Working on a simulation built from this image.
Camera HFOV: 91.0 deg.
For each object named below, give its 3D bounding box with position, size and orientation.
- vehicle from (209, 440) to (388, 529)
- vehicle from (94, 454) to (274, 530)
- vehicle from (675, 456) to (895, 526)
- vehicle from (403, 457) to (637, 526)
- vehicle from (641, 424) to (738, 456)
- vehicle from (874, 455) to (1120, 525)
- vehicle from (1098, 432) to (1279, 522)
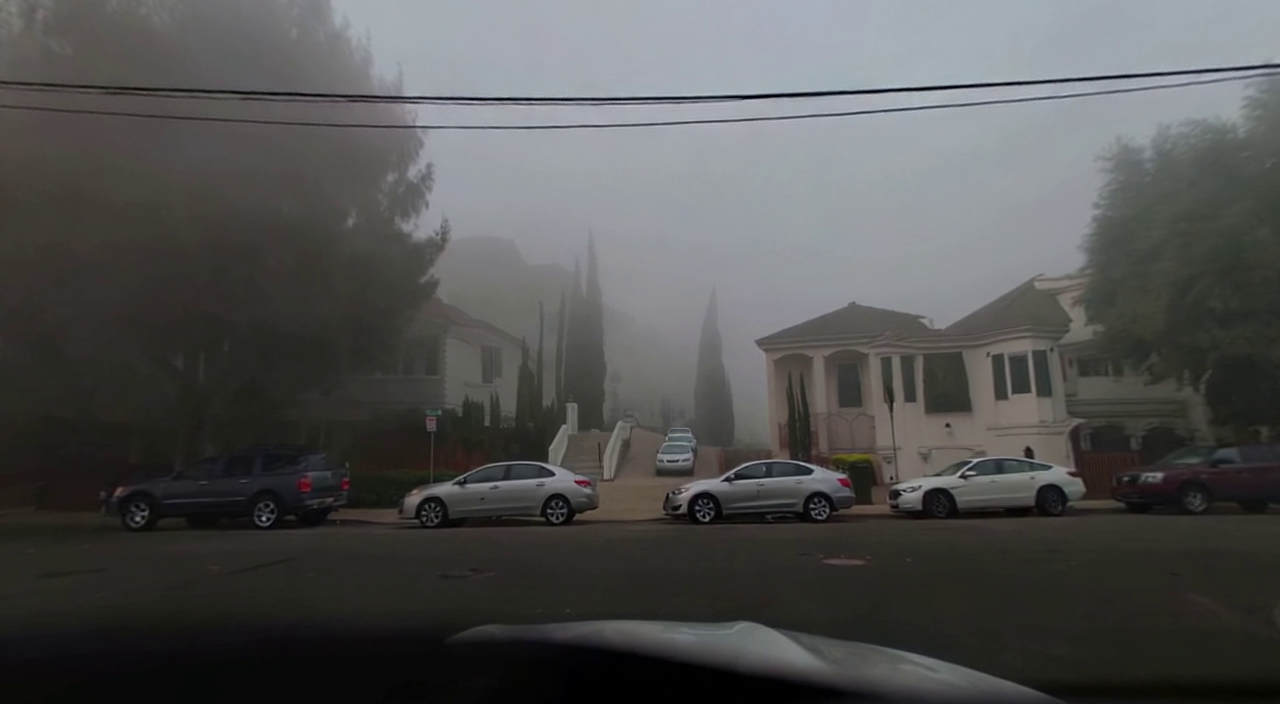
[{"bbox_3d":[-8.636,3.335,16.540,2.046,1.969,4.585,0,-9,1],"label":"vehicle"},{"bbox_3d":[-11.627,3.543,16.464,1.827,1.648,4.030,1,-9,-4],"label":"vehicle"},{"bbox_3d":[3.184,3.170,14.594,4.663,1.452,1.801,0,-8,0],"label":"vehicle"},{"bbox_3d":[-2.607,3.211,14.680,5.075,1.436,1.863,0,-8,0],"label":"vehicle"},{"bbox_3d":[2.349,4.325,30.928,4.565,1.479,1.775,0,-9,-2],"label":"vehicle"},{"bbox_3d":[8.324,3.205,14.942,4.785,1.471,1.798,1,-8,-4],"label":"vehicle"},{"bbox_3d":[14.495,2.992,15.459,4.513,1.970,2.512,0,-8,-4],"label":"vehicle"}]
